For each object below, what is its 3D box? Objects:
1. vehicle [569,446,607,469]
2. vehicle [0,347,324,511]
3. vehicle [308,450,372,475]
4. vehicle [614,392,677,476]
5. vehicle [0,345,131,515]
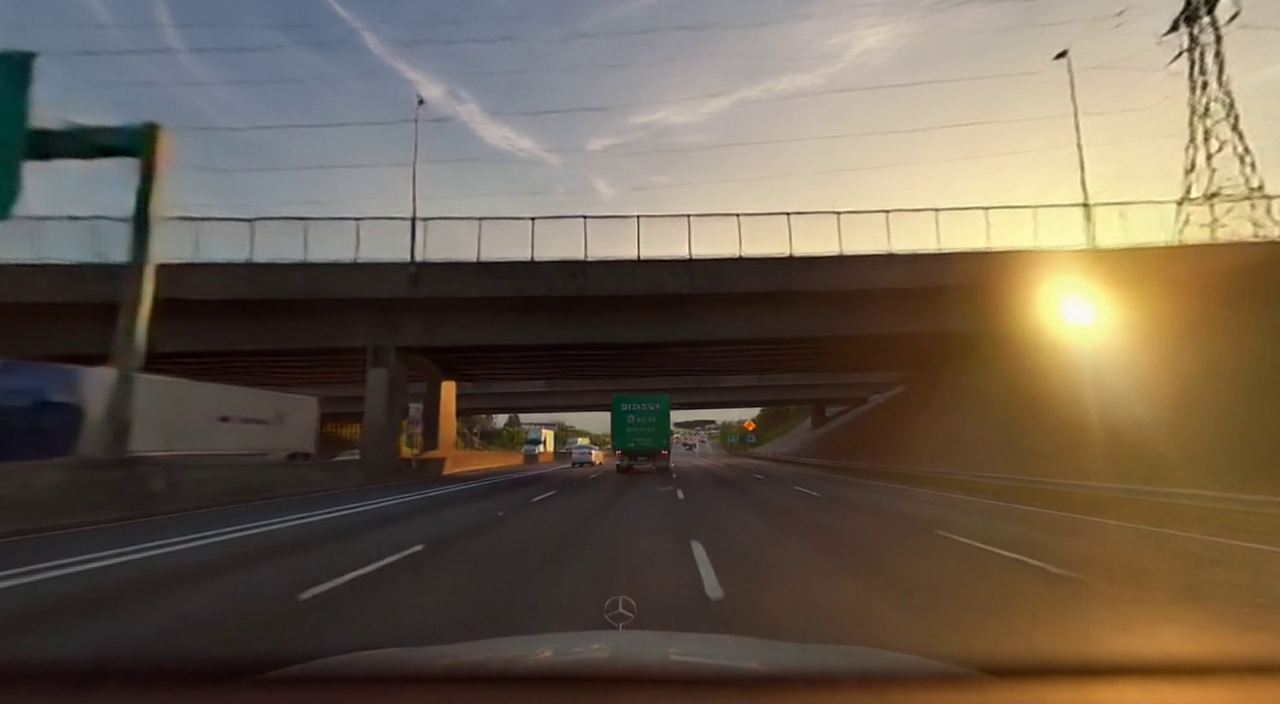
[{"bbox_3d":[-3.449,7.150,42.731,1.958,1.467,4.737,-1,-9,3],"label":"vehicle"},{"bbox_3d":[-16.344,2.886,22.127,2.854,3.980,13.645,-1,-9,2],"label":"vehicle"},{"bbox_3d":[-19.345,7.126,40.733,1.775,1.494,4.521,0,-9,2],"label":"vehicle"},{"bbox_3d":[0.441,4.891,36.492,3.025,4.002,12.709,0,-9,2],"label":"vehicle"},{"bbox_3d":[-16.598,1.941,15.402,3.017,3.970,5.806,0,-9,2],"label":"vehicle"}]
